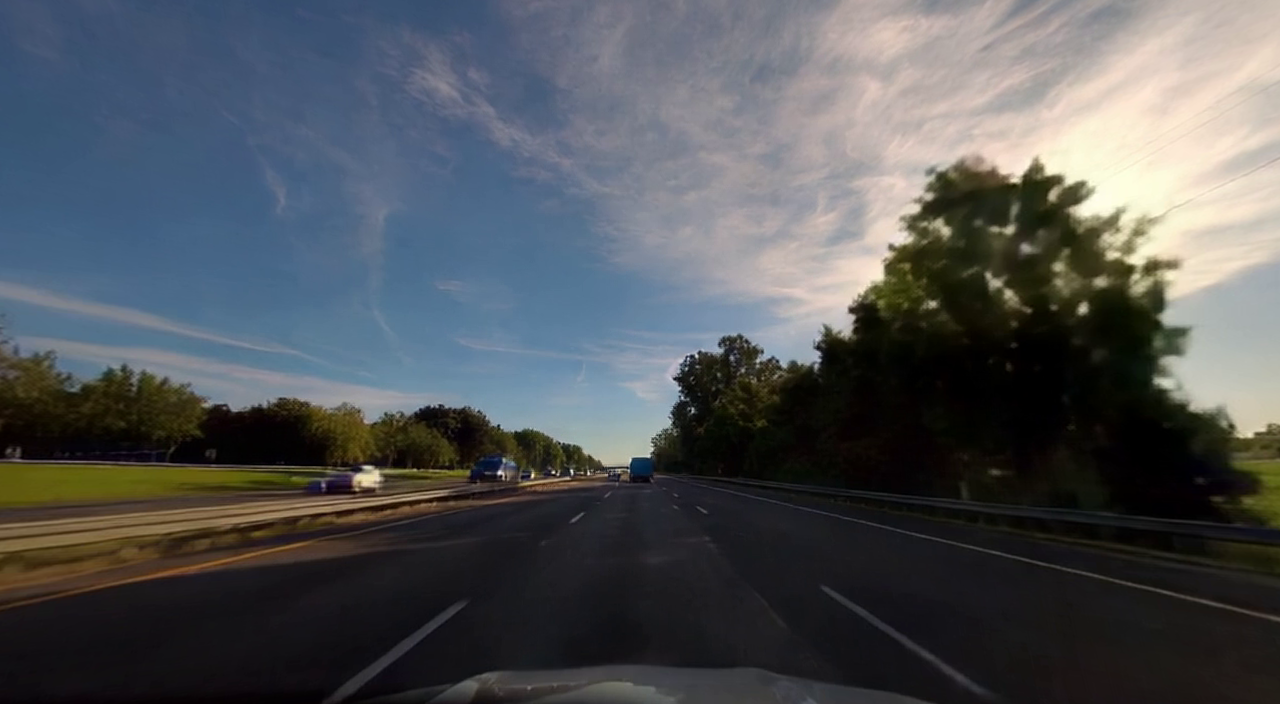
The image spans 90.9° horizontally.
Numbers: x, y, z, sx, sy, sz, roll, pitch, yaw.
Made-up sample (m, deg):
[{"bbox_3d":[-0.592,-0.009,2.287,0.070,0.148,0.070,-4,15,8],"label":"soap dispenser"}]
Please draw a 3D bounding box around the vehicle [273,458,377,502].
[{"bbox_3d":[-12.856,5.275,26.076,2.058,1.622,4.181,1,-11,1],"label":"vehicle"}]
